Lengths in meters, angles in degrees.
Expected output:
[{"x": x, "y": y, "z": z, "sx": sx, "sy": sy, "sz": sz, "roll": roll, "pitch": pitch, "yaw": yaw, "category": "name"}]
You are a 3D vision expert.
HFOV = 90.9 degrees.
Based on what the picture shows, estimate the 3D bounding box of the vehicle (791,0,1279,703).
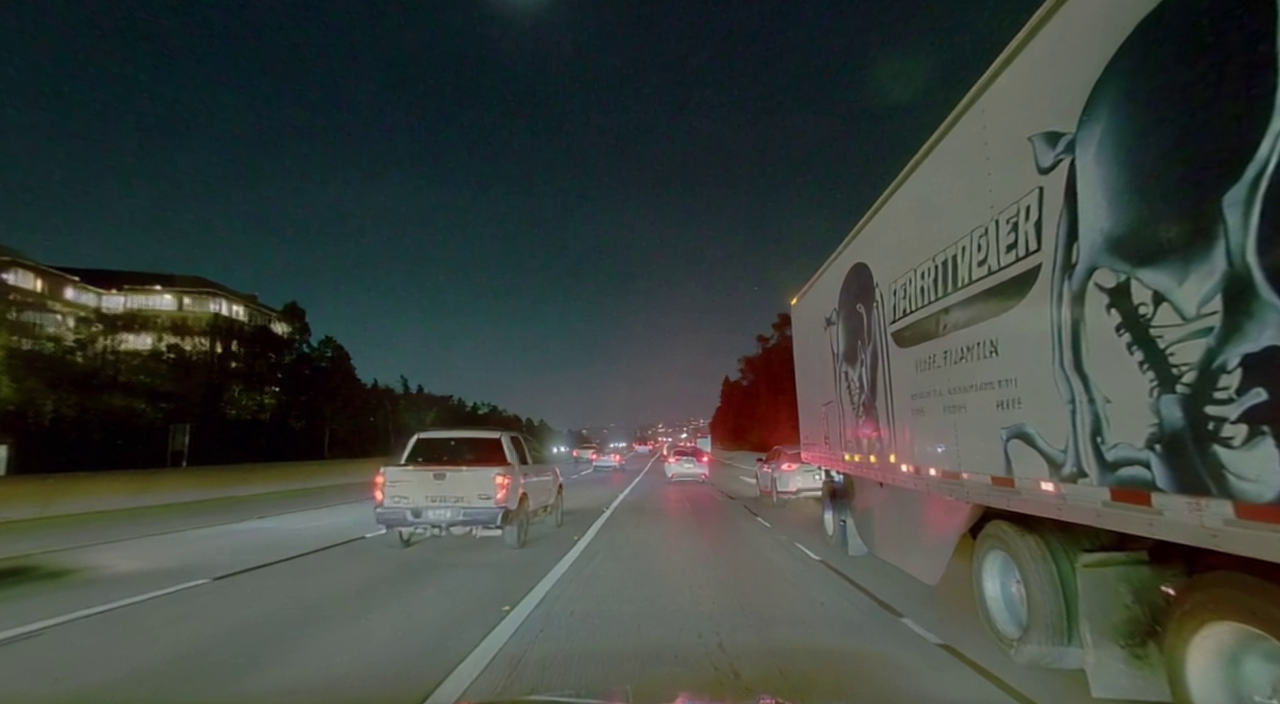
[{"x": 3.684, "y": 0.519, "z": 4.859, "sx": 2.987, "sy": 3.212, "sz": 9.311, "roll": -1, "pitch": -8, "yaw": 2, "category": "vehicle"}]

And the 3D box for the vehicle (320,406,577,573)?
[{"x": -2.341, "y": 1.860, "z": 9.314, "sx": 2.153, "sy": 1.805, "sz": 4.631, "roll": -1, "pitch": -9, "yaw": 3, "category": "vehicle"}]

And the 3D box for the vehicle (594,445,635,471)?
[{"x": -1.458, "y": 6.254, "z": 37.563, "sx": 2.036, "sy": 1.441, "sz": 4.253, "roll": -1, "pitch": -8, "yaw": 2, "category": "vehicle"}]

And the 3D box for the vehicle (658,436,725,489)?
[{"x": 1.776, "y": 3.984, "z": 23.123, "sx": 2.156, "sy": 1.701, "sz": 4.494, "roll": -1, "pitch": -8, "yaw": 2, "category": "vehicle"}]
